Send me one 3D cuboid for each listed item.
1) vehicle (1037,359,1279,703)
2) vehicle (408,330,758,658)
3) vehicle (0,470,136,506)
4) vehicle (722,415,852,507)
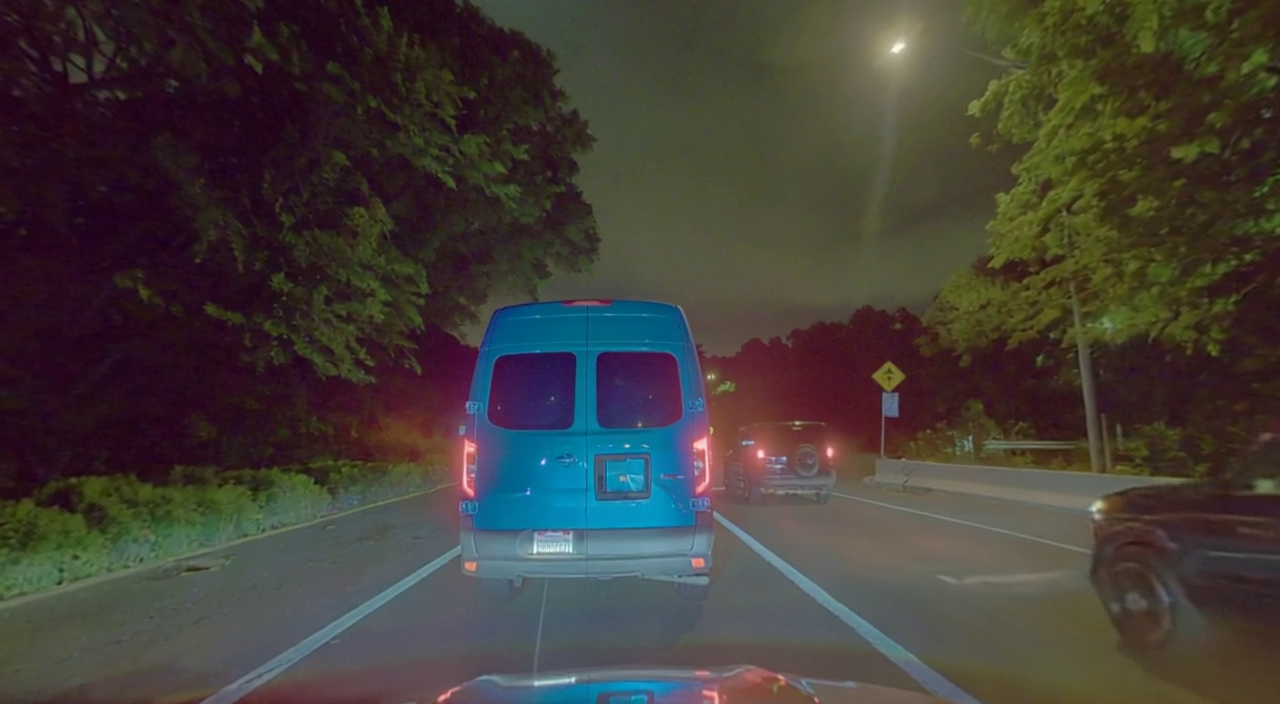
[{"bbox_3d":[4.144,0.802,2.498,2.024,1.692,4.696,0,-9,-1],"label":"vehicle"},{"bbox_3d":[-0.343,1.185,6.158,2.145,2.046,4.309,0,-9,0],"label":"vehicle"},{"bbox_3d":[-26.332,6.207,28.927,4.726,1.456,1.873,1,-9,-6],"label":"vehicle"},{"bbox_3d":[3.316,2.565,15.165,1.988,1.873,3.968,0,-9,-3],"label":"vehicle"}]
